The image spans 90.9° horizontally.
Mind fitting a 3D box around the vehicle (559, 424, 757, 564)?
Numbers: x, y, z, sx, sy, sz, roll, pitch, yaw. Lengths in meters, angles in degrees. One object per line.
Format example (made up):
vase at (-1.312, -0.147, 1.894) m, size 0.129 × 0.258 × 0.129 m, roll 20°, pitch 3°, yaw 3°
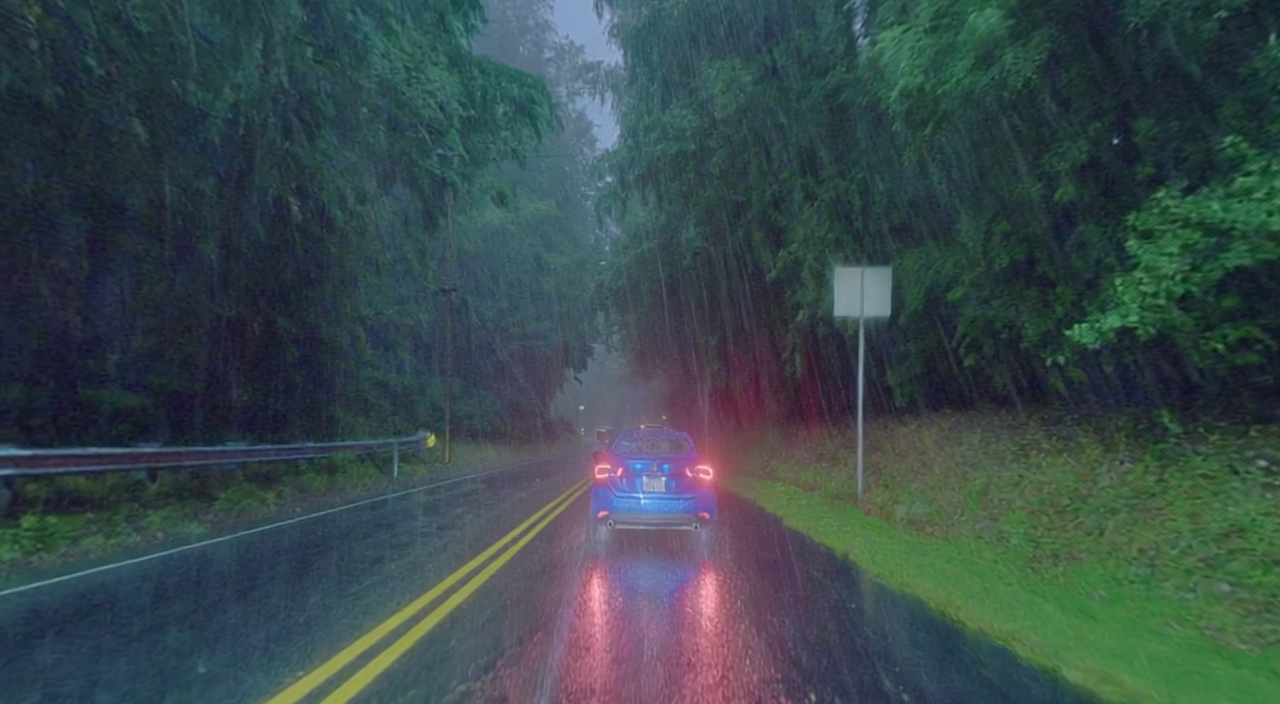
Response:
vehicle at (0.234, 1.849, 8.909) m, size 2.187 × 1.533 × 3.726 m, roll 0°, pitch -8°, yaw 1°
